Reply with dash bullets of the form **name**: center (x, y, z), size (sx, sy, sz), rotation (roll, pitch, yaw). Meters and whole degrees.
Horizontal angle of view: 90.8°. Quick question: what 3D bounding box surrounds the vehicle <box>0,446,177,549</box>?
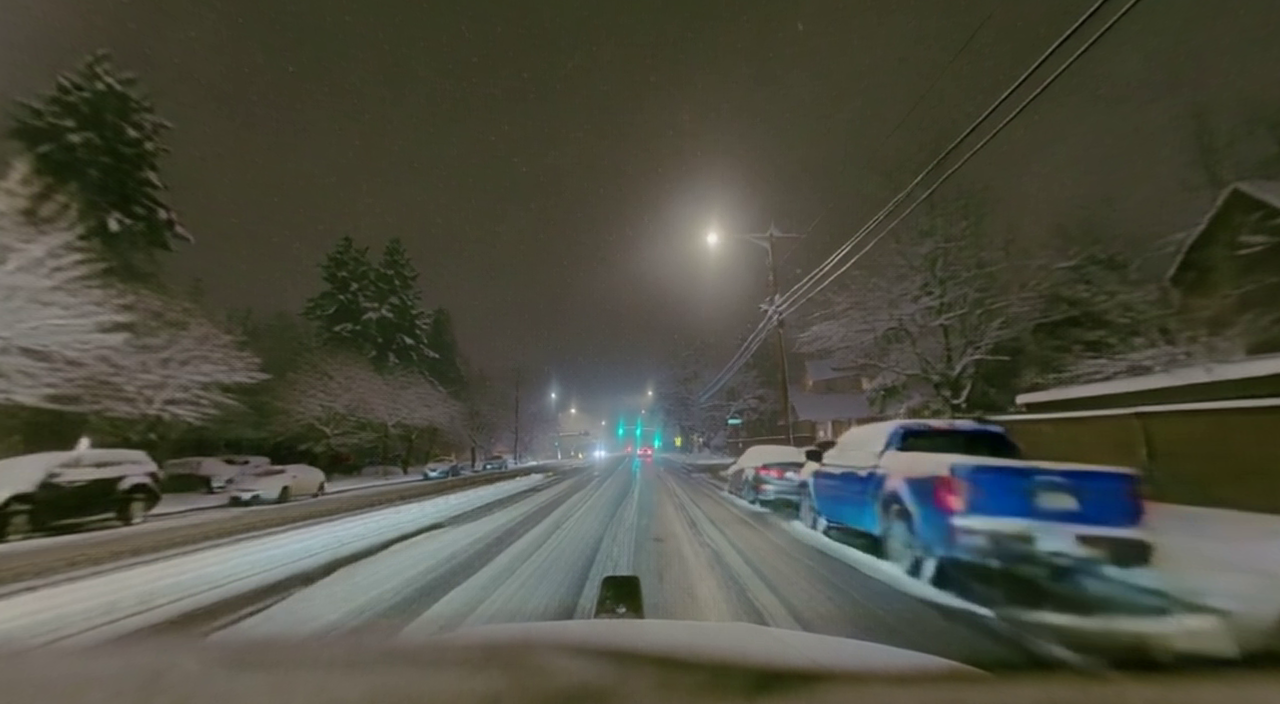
- **vehicle**: center (-13.665, 3.201, 14.319), size (2.155, 1.991, 5.722), rotation (-3, -8, -2)

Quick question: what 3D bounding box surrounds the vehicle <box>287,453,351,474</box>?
- **vehicle**: center (-24.154, 8.442, 47.641), size (3.894, 1.459, 1.638), rotation (0, -12, 0)

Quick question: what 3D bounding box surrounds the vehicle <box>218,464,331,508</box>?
- **vehicle**: center (-13.779, 5.044, 24.174), size (1.802, 1.402, 4.251), rotation (-1, -9, 0)

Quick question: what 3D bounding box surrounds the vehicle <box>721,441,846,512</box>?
- **vehicle**: center (3.456, 3.094, 16.276), size (2.093, 1.524, 4.835), rotation (0, -9, 0)

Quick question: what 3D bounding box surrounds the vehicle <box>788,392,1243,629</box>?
- **vehicle**: center (3.531, 1.616, 7.655), size (2.112, 1.802, 5.474), rotation (0, -8, 0)

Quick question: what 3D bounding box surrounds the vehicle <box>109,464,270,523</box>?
- **vehicle**: center (-13.763, 4.298, 19.693), size (1.801, 1.464, 4.367), rotation (0, -8, 0)

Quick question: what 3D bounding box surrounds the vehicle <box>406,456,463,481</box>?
- **vehicle**: center (-13.594, 7.715, 42.058), size (1.901, 1.481, 4.636), rotation (-1, -9, 4)
